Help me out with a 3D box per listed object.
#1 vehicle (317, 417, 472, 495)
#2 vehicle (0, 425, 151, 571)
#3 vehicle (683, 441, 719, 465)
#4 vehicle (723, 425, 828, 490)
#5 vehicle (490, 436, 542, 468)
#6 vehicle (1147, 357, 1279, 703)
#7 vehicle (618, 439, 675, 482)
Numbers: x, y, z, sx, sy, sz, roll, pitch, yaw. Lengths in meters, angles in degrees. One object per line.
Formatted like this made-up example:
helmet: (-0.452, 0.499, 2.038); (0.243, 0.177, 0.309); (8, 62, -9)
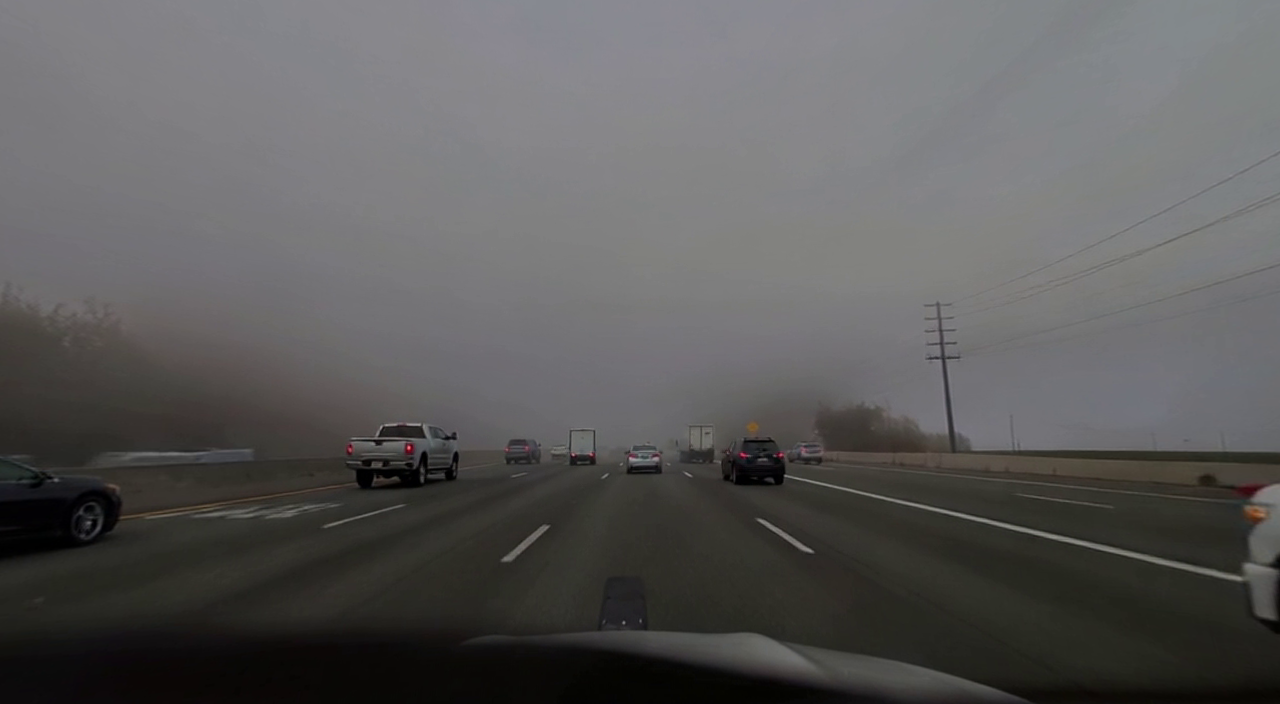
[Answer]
vehicle: (-6.975, 3.068, 18.853); (2.269, 1.936, 5.777); (0, -9, 0)
vehicle: (-7.519, 1.453, 6.183); (1.911, 1.479, 4.312); (0, -9, 1)
vehicle: (3.906, 6.528, 40.850); (1.895, 1.429, 3.908); (0, -9, -1)
vehicle: (4.071, 3.274, 19.851); (2.195, 1.778, 4.455); (0, -9, -2)
vehicle: (-6.970, 5.695, 35.930); (1.978, 1.680, 4.263); (0, -9, 1)
vehicle: (3.914, 0.648, 1.391); (2.002, 1.691, 4.290); (0, -9, 1)
vehicle: (0.215, 4.042, 23.806); (1.966, 1.444, 3.986); (0, -9, 0)
